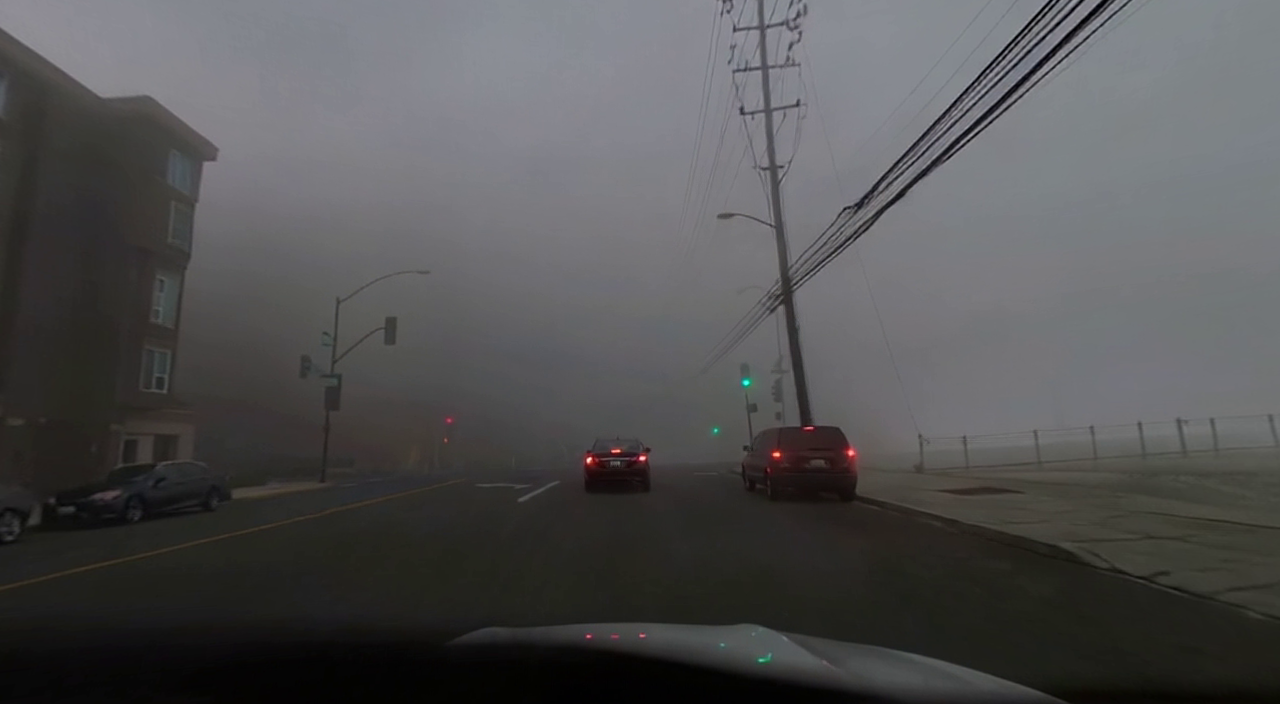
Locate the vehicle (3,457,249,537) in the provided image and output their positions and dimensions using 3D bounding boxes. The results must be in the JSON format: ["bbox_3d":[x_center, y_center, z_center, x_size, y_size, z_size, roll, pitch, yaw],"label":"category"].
[{"bbox_3d":[-11.921,3.337,15.221,1.910,1.498,4.662,-1,-8,2],"label":"vehicle"}]

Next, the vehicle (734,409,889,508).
[{"bbox_3d":[3.777,2.478,15.110,2.248,1.945,5.011,0,-8,0],"label":"vehicle"}]

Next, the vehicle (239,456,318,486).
[{"bbox_3d":[-25.402,8.382,44.484,4.337,1.739,1.981,-4,-11,-1],"label":"vehicle"}]

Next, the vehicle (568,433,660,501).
[{"bbox_3d":[-0.573,2.820,15.913,2.019,1.453,4.129,0,-8,0],"label":"vehicle"}]
